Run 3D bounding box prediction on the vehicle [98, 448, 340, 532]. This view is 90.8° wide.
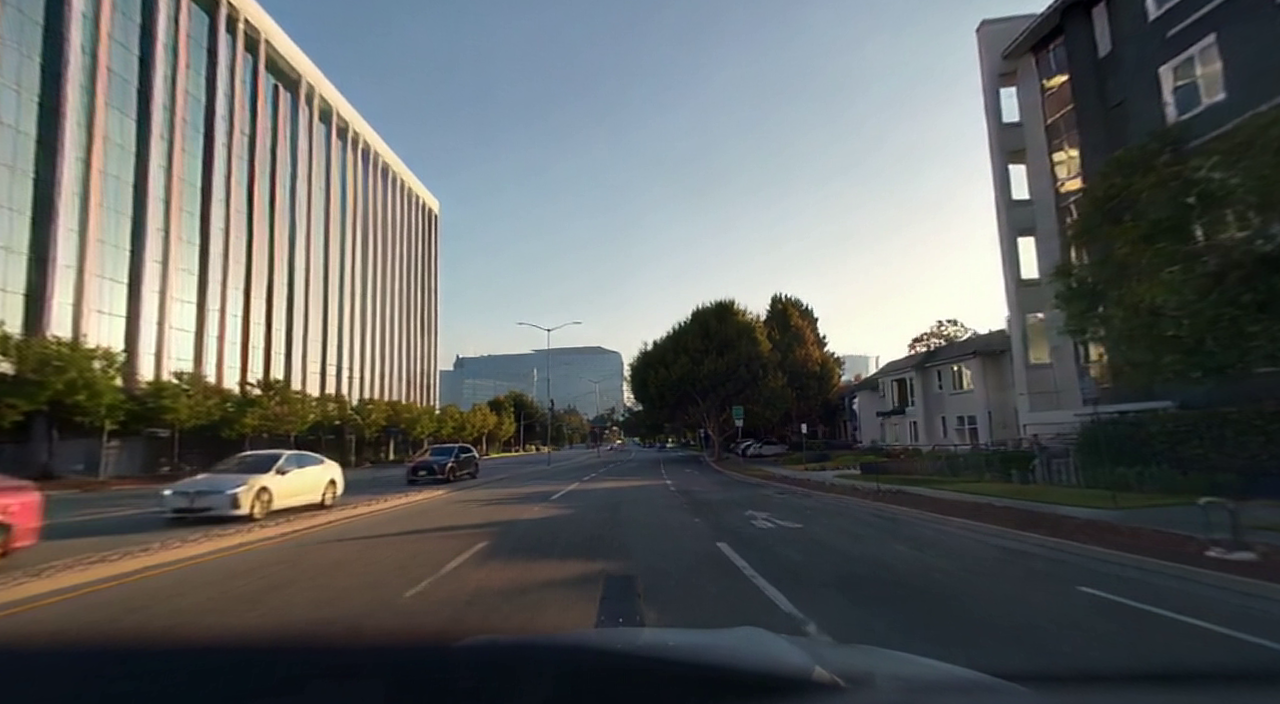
[{"bbox_3d":[-8.687,2.835,13.734,1.983,1.486,4.707,0,-8,0],"label":"vehicle"}]

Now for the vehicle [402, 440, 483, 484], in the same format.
[{"bbox_3d":[-8.521,4.783,27.755,1.988,1.755,4.568,0,-9,1],"label":"vehicle"}]
